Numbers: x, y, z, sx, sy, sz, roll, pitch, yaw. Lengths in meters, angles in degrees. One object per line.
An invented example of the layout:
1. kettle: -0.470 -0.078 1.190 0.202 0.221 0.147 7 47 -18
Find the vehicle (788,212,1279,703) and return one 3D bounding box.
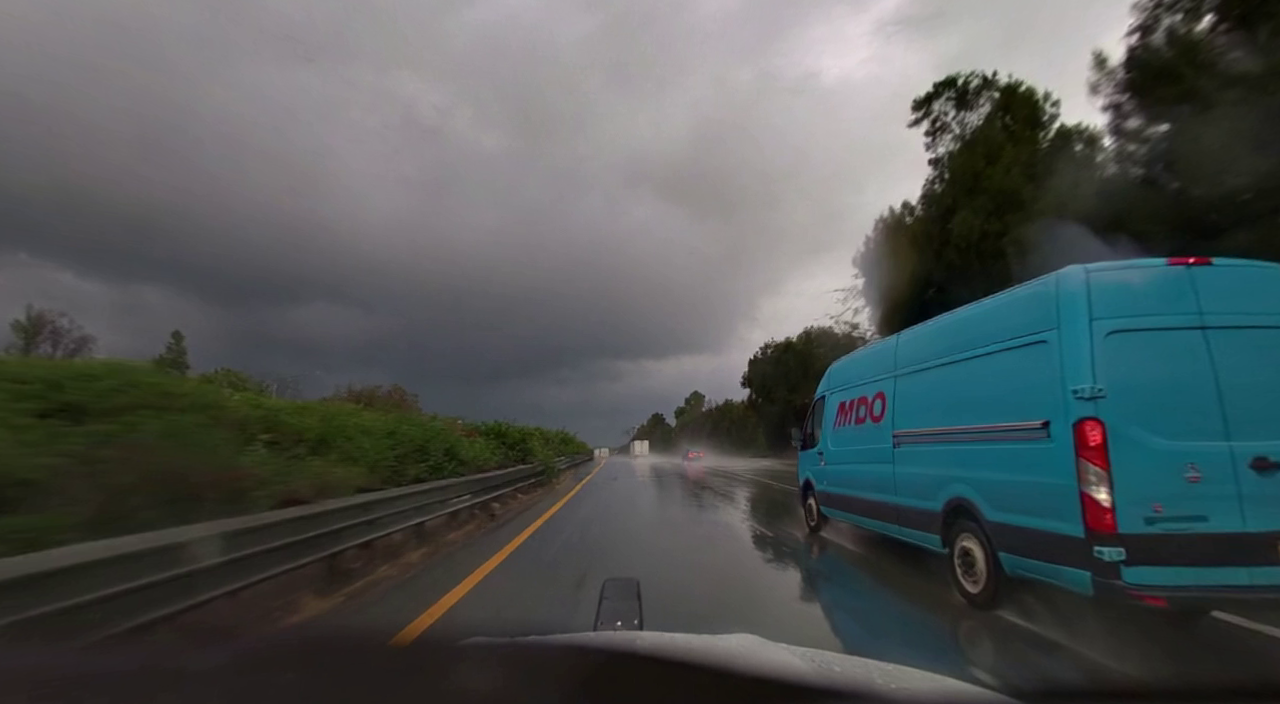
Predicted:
1. vehicle: 3.804 1.086 7.002 2.355 2.664 7.367 0 -9 -1
